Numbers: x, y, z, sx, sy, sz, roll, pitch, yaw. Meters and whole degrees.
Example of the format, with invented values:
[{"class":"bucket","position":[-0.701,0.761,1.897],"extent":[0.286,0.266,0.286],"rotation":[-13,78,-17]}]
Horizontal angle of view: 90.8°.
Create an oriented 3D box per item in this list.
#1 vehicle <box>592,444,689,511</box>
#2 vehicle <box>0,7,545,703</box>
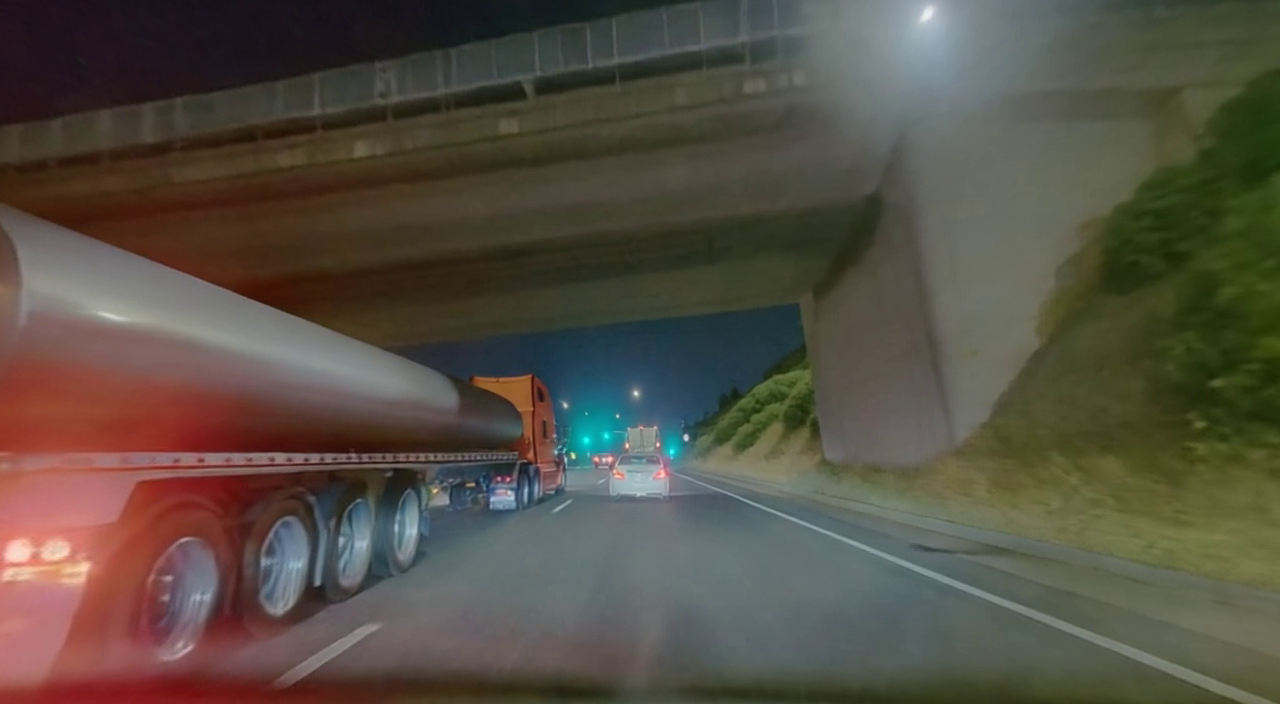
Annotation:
[{"class":"vehicle","position":[0.008,3.193,16.585],"extent":[2.215,1.481,4.246],"rotation":[0,-9,0]},{"class":"vehicle","position":[-4.044,1.237,9.945],"extent":[2.896,3.563,14.643],"rotation":[0,-9,0]}]
